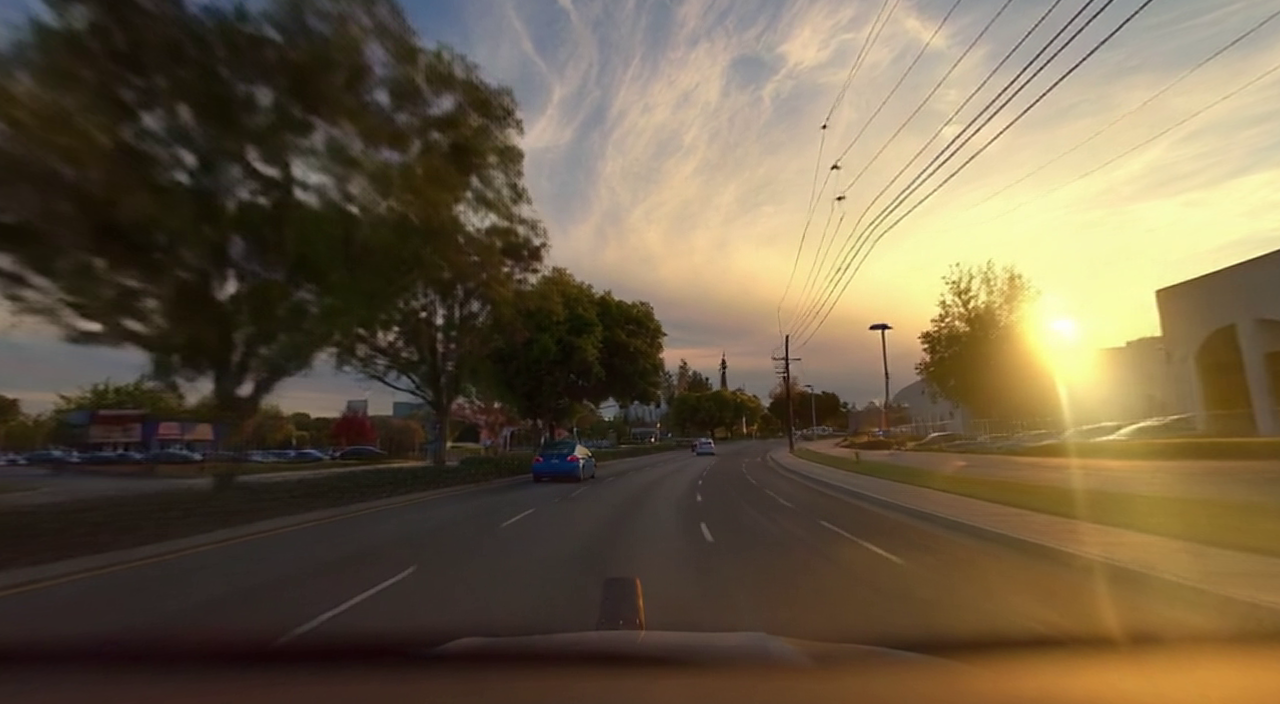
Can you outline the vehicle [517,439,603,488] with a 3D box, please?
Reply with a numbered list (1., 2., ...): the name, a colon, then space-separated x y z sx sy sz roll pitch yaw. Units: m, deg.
1. vehicle: -2.638 3.810 21.976 1.928 1.488 4.635 -1 -8 6
